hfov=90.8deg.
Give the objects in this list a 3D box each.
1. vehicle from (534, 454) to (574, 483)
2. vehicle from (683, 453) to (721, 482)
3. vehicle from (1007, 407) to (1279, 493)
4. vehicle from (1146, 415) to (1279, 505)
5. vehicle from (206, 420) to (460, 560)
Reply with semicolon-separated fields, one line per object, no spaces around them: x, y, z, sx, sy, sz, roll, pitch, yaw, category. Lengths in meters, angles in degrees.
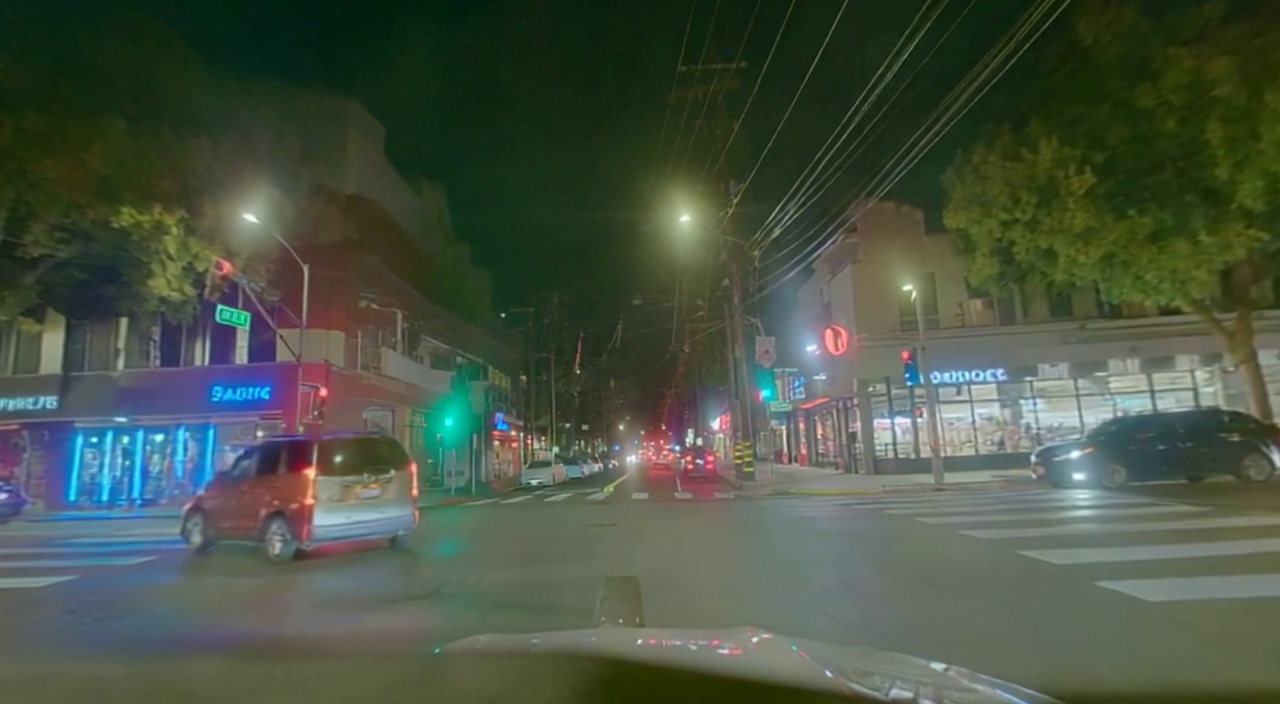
-5.671;7.710;42.106;2.044;1.711;4.048;0;-8;1;vehicle
3.656;6.863;37.695;2.062;1.526;3.989;-1;-8;3;vehicle
12.673;2.393;15.496;5.716;1.894;2.433;-1;-8;2;vehicle
13.546;2.006;12.645;4.815;1.501;2.157;-5;-9;2;vehicle
-5.519;2.291;11.116;4.611;1.882;2.440;-10;-13;43;vehicle
